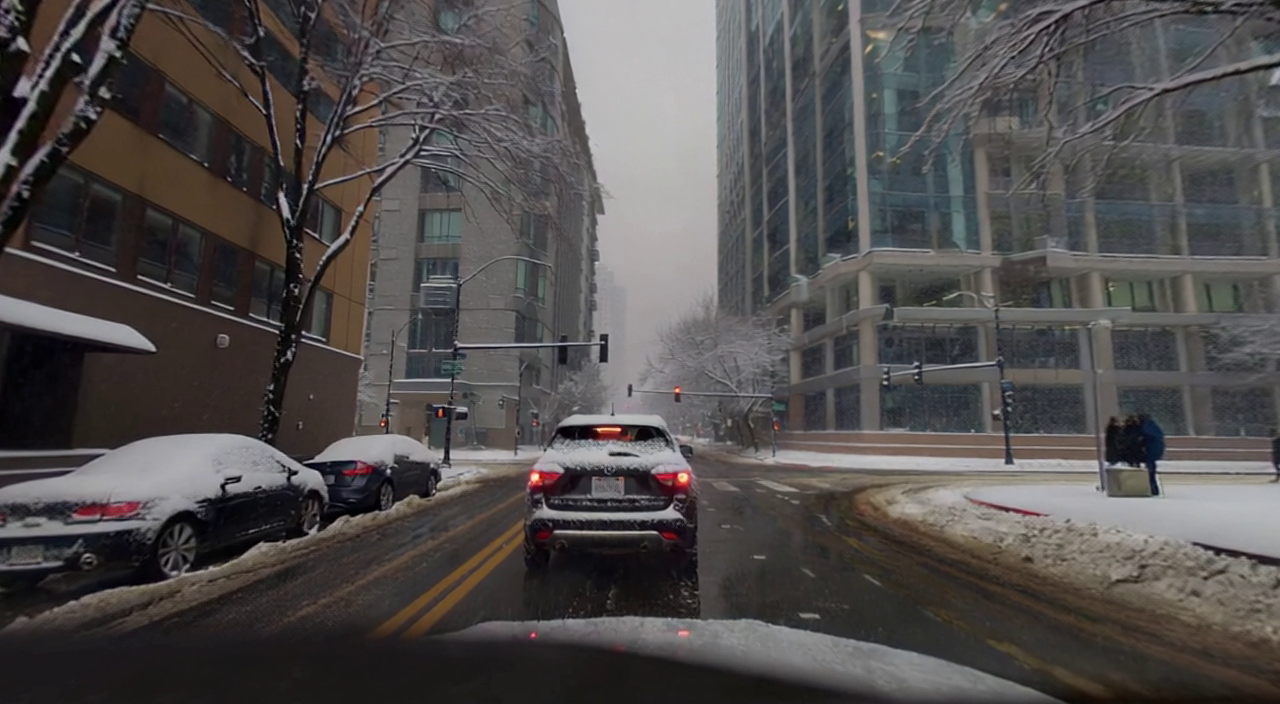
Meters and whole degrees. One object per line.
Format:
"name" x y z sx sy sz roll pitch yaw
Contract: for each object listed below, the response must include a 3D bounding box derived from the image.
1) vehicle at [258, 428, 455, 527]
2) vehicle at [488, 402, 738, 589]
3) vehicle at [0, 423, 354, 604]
"vehicle" -5.875 2.648 13.955 2.077 1.791 4.751 0 -9 1
"vehicle" -0.230 1.598 7.775 2.258 1.687 3.934 0 -9 0
"vehicle" -5.744 1.859 8.273 1.904 1.684 4.529 0 -9 -1
